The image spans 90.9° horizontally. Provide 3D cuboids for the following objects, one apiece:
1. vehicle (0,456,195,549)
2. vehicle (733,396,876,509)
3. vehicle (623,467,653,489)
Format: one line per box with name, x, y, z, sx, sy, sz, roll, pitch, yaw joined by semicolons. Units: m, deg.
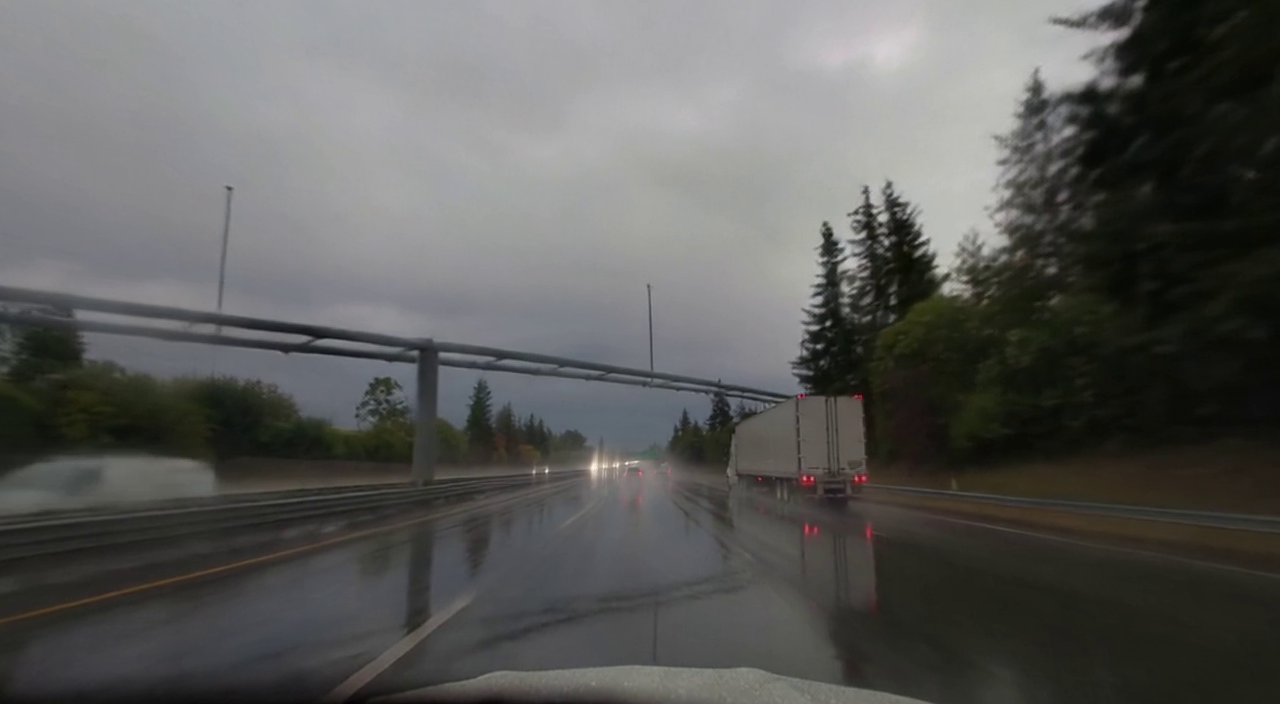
vehicle;-11.164;2.816;12.316;1.870;1.478;4.173;1;-10;-1
vehicle;7.018;4.920;29.992;2.926;4.073;13.836;1;-10;-1
vehicle;-0.151;9.065;45.577;2.029;1.459;3.684;1;-10;-1
